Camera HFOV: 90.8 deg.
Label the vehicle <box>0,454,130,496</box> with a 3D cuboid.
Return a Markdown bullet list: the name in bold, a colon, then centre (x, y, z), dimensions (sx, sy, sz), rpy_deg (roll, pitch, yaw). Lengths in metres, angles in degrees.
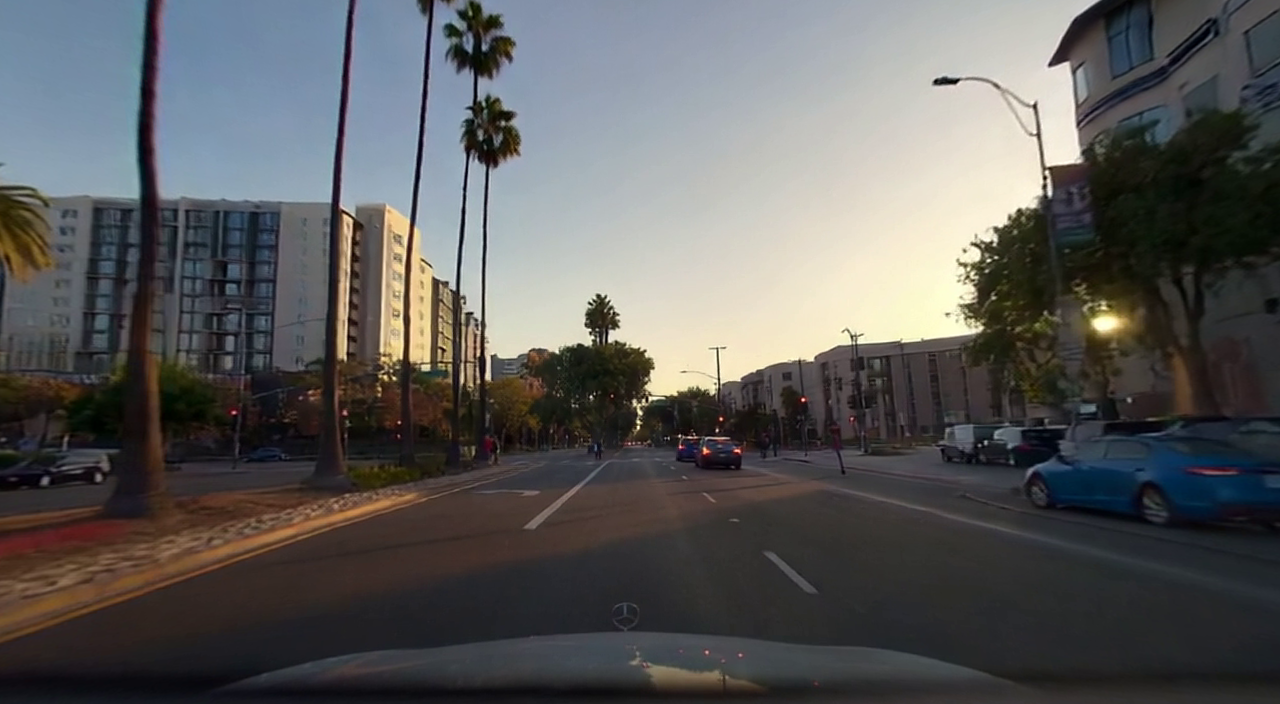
- **vehicle**: centre (-23.534, 4.913, 25.645), dimensions (1.860, 1.485, 4.833), rpy_deg (0, -8, -3)

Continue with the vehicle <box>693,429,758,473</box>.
- **vehicle**: centre (3.610, 4.312, 27.624), dimensions (2.060, 1.756, 4.770), rpy_deg (0, -8, -1)

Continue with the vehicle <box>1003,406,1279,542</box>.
- **vehicle**: centre (8.685, 1.924, 10.608), dimensions (2.192, 1.725, 4.920), rpy_deg (0, -8, -1)
